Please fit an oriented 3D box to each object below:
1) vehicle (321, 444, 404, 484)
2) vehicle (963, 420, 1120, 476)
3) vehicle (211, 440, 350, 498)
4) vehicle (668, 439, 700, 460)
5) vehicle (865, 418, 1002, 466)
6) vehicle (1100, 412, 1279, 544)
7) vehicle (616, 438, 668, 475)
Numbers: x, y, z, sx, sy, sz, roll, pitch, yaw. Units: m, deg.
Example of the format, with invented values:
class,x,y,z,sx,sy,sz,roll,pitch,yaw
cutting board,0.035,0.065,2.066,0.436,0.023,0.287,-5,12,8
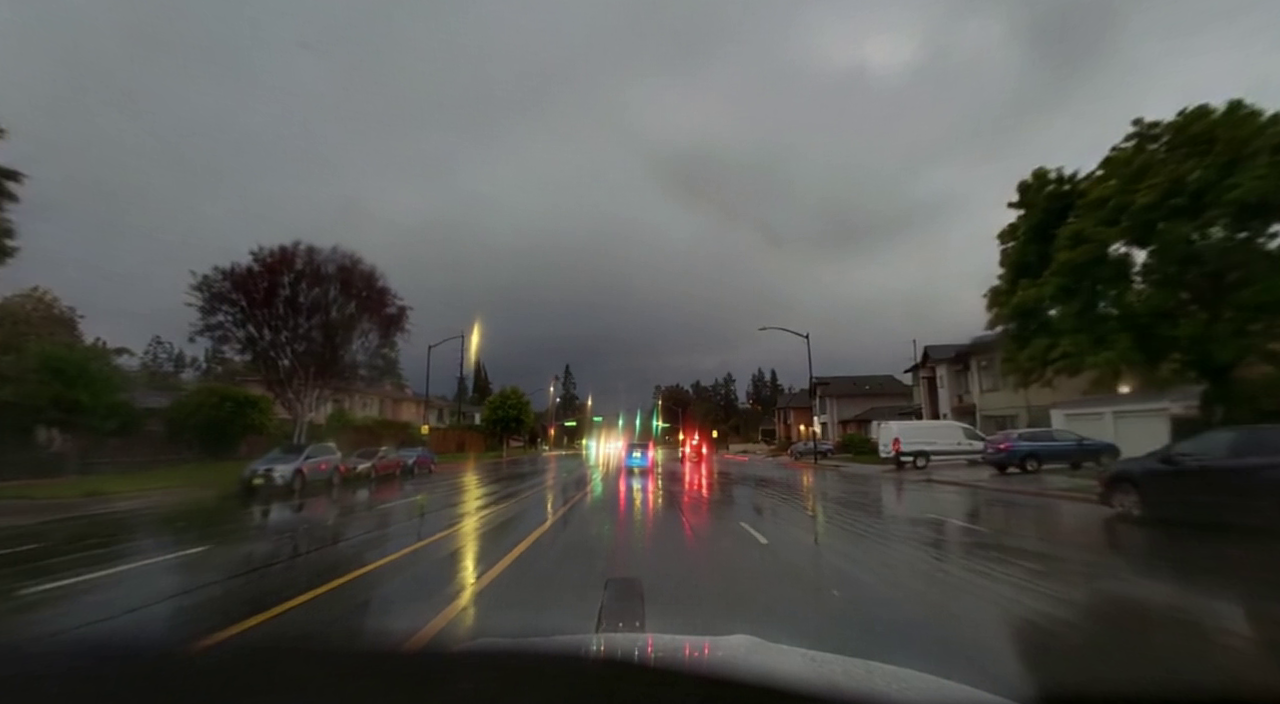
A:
class,x,y,z,sx,sy,sz,roll,pitch,yaw
vehicle,-14.468,5.845,33.301,2.140,1.899,4.900,0,-9,0
vehicle,15.091,3.643,23.949,4.481,1.988,2.065,0,-9,-1
vehicle,-14.517,4.733,26.092,2.351,2.008,5.971,-2,-8,-1
vehicle,3.353,7.615,49.229,2.161,1.519,4.568,0,-9,0
vehicle,14.711,4.538,31.947,5.696,2.299,2.292,0,-9,-2
vehicle,9.726,1.844,9.517,2.139,1.772,4.468,0,-9,-1
vehicle,0.033,4.538,27.614,2.093,1.497,4.010,0,-9,-1
